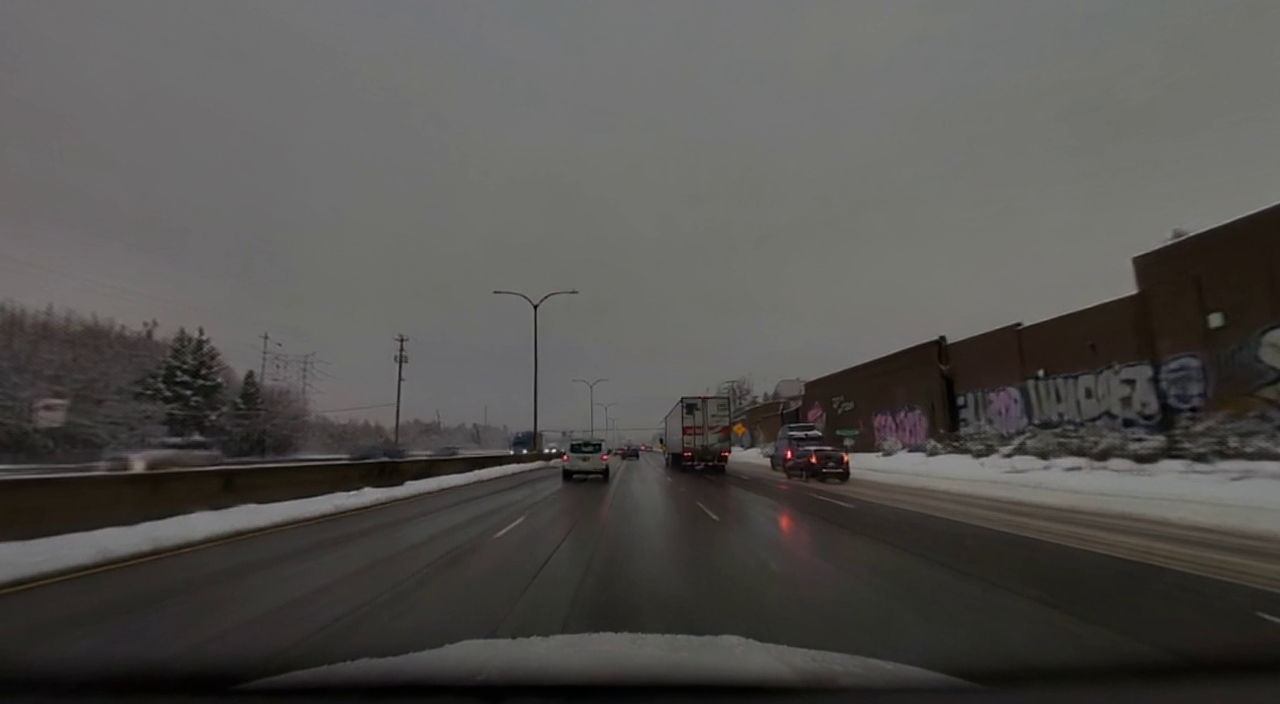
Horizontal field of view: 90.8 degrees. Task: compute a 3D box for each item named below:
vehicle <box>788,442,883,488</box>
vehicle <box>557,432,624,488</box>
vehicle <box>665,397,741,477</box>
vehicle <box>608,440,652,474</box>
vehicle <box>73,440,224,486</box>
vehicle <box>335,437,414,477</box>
[{"bbox_3d":[7.050,4.116,23.350,1.915,1.476,4.677,0,-9,-1],"label":"vehicle"},{"bbox_3d":[-1.833,4.044,23.969,2.249,1.843,5.176,0,-9,-4],"label":"vehicle"},{"bbox_3d":[3.250,4.900,35.833,2.976,3.806,10.591,0,-9,-1],"label":"vehicle"},{"bbox_3d":[-0.533,5.630,33.971,2.191,1.685,4.015,0,-9,-1],"label":"vehicle"},{"bbox_3d":[-19.536,4.420,25.480,2.164,1.657,4.809,0,-9,0],"label":"vehicle"},{"bbox_3d":[-10.771,4.283,25.899,1.674,1.481,3.535,0,-9,0],"label":"vehicle"}]
